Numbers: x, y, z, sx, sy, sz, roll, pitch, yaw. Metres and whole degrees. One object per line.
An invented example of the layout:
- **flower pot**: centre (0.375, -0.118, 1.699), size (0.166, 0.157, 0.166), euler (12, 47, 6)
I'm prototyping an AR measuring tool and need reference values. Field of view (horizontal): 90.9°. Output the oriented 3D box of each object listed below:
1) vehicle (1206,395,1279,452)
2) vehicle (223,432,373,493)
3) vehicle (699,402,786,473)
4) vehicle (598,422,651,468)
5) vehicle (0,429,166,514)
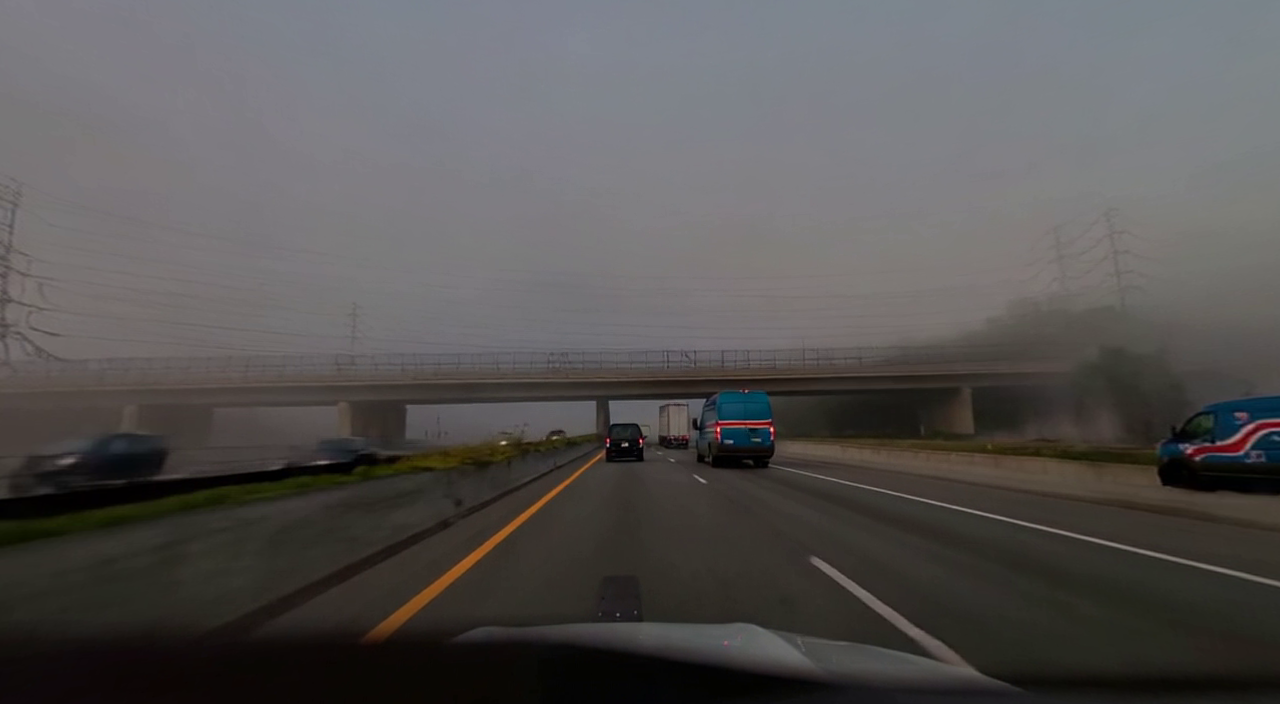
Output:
- **vehicle**: centre (45.063, 5.367, 46.878), size (3.543, 3.992, 2.997), euler (-5, -9, 30)
- **vehicle**: centre (-9.495, 3.069, 17.985), size (1.952, 1.507, 4.281), euler (0, -8, -1)
- **vehicle**: centre (3.924, 3.436, 25.344), size (2.387, 2.506, 5.374), euler (0, -8, -2)
- **vehicle**: centre (-0.650, 3.900, 26.629), size (2.073, 1.750, 4.116), euler (0, -8, -2)
- **vehicle**: centre (-13.834, 2.671, 14.702), size (2.056, 1.689, 4.491), euler (0, -8, -1)
